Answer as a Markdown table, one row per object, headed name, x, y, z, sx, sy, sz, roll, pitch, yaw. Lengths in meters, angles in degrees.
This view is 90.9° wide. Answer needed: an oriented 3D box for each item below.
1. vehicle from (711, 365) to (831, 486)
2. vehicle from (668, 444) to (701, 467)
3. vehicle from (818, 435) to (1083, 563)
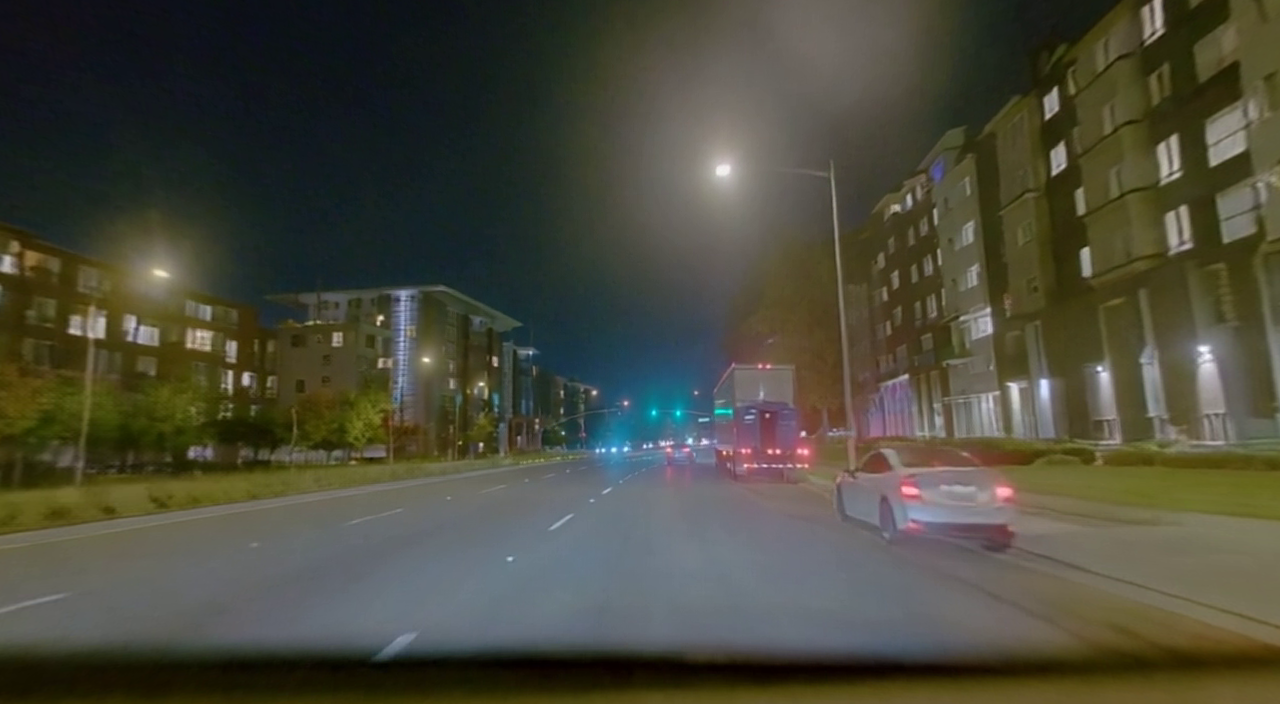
| name | x | y | z | sx | sy | sz | roll | pitch | yaw |
| --- | --- | --- | --- | --- | --- | --- | --- | --- | --- |
| vehicle | 5.032 | 3.378 | 27.401 | 3.157 | 3.982 | 13.307 | 0 | -8 | 3 |
| vehicle | 2.915 | 6.664 | 40.653 | 1.871 | 1.370 | 4.206 | -1 | -9 | 7 |
| vehicle | 4.295 | 2.065 | 9.756 | 1.884 | 1.472 | 4.650 | 0 | -8 | 2 |
